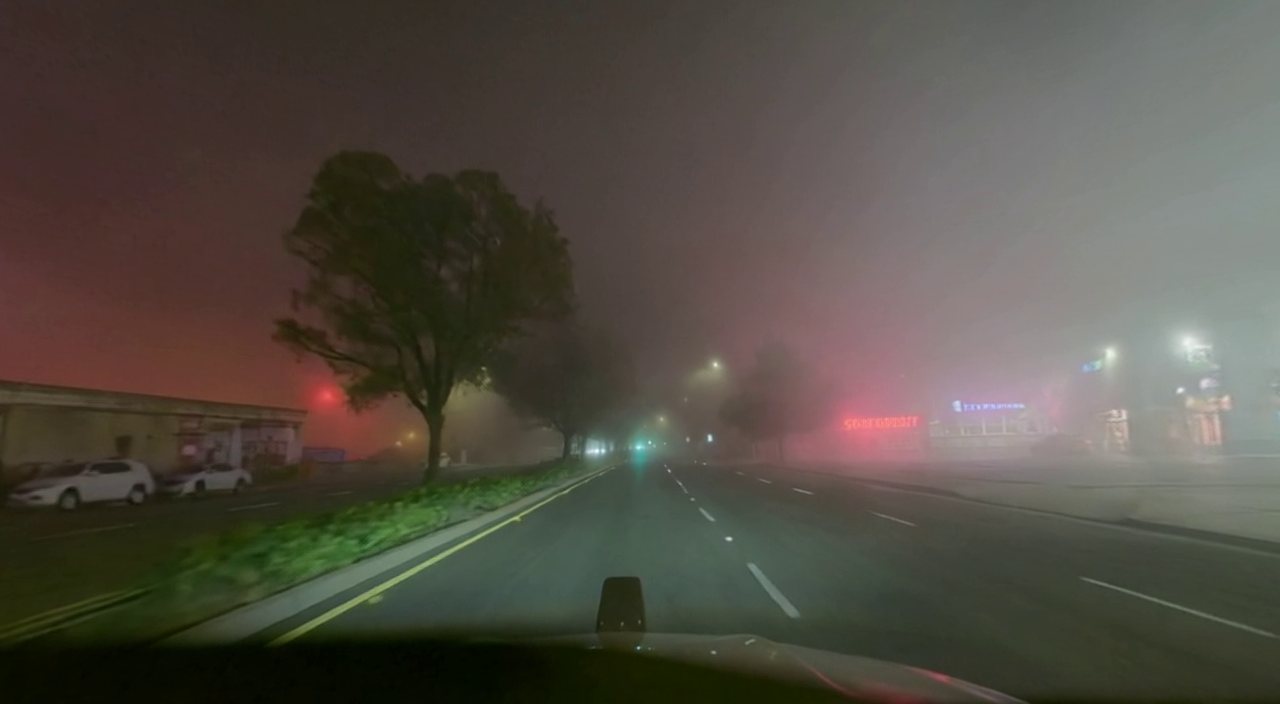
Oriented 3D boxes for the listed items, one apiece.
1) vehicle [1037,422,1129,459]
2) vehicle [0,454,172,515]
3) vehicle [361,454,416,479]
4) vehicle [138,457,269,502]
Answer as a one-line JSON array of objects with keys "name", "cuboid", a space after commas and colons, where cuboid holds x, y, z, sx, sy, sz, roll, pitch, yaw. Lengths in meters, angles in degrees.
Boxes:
[{"name": "vehicle", "cuboid": [32.838, 6.615, 46.840, 2.684, 2.559, 5.772, 0, -8, 1]}, {"name": "vehicle", "cuboid": [-19.224, 4.504, 21.865, 2.029, 1.785, 4.694, 0, -9, 3]}, {"name": "vehicle", "cuboid": [-18.550, 8.438, 46.522, 2.012, 1.560, 4.782, -1, -7, 1]}, {"name": "vehicle", "cuboid": [-18.920, 5.509, 27.593, 1.959, 1.535, 5.081, -1, -7, 3]}]
